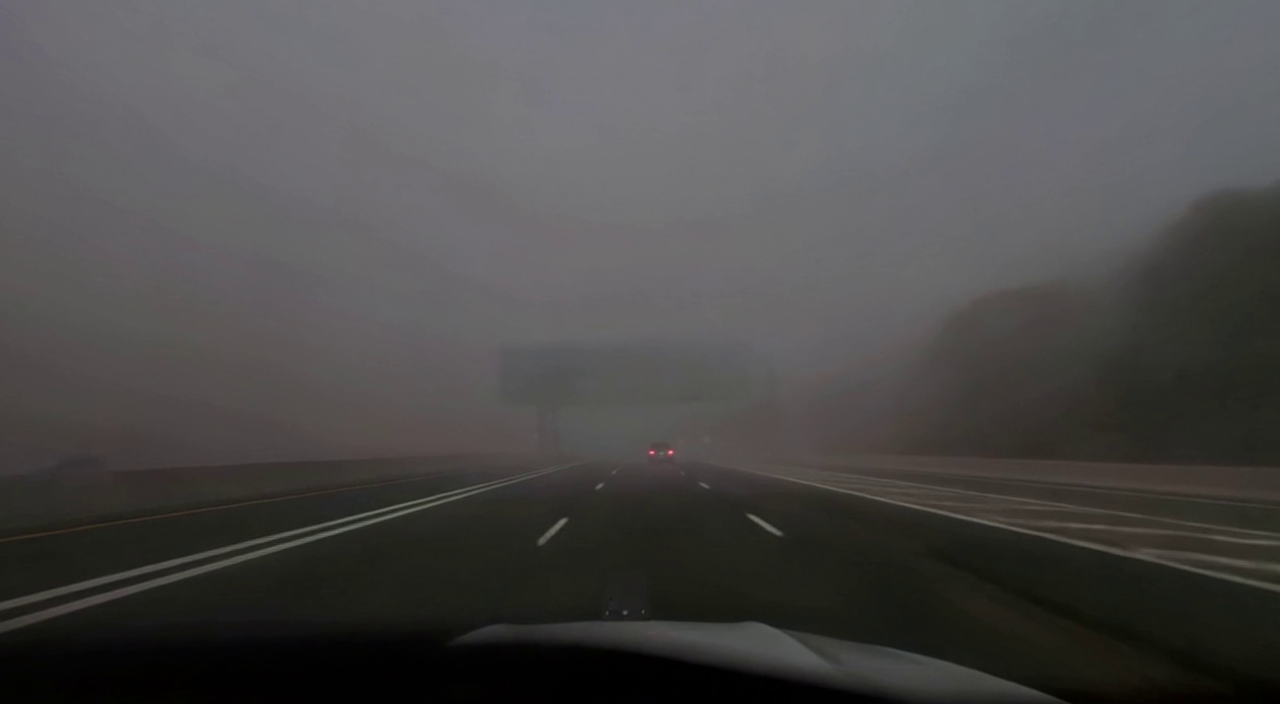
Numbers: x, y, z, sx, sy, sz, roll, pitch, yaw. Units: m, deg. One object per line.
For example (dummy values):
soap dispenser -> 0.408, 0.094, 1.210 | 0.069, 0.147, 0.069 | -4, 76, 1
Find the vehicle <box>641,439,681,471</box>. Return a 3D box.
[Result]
vehicle -> 1.086, 5.679, 34.828 | 2.050, 1.654, 4.192 | 0, -8, 0
